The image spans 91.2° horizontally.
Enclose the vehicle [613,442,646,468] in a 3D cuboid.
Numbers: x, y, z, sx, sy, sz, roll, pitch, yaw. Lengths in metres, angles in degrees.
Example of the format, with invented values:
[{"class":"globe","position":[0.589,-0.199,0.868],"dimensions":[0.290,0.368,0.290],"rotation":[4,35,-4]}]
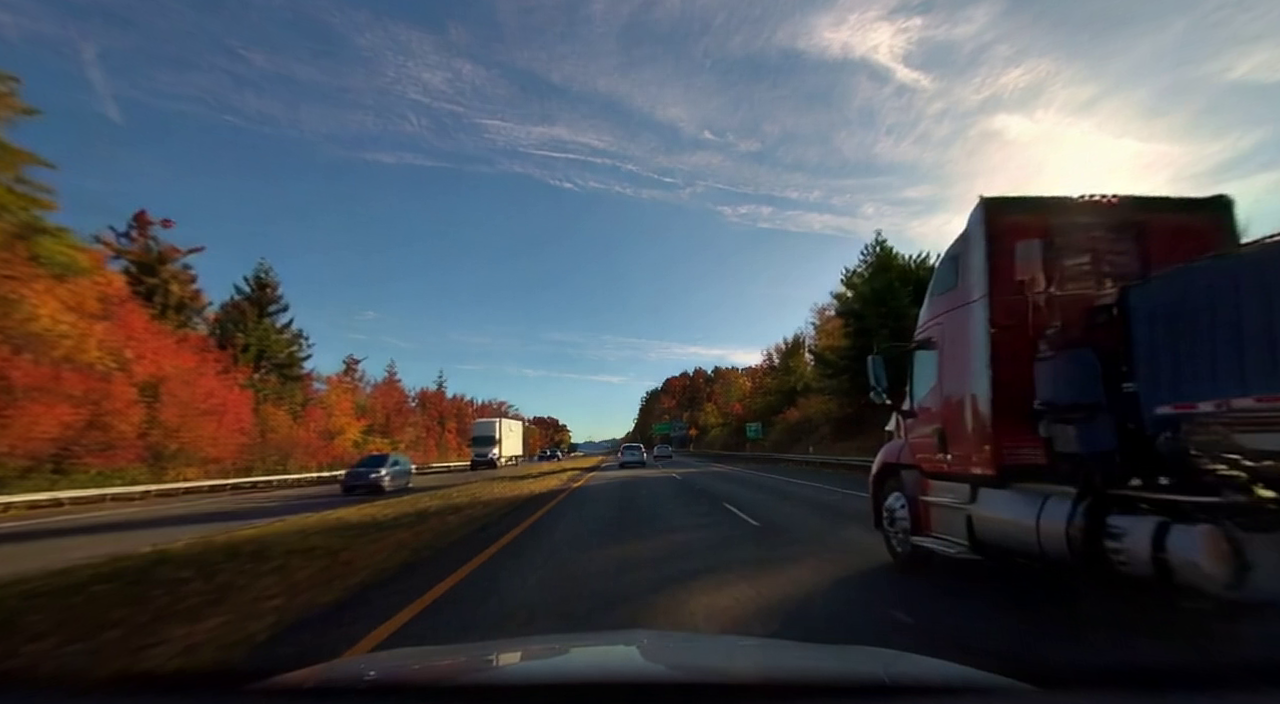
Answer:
[{"class":"vehicle","position":[-0.743,7.059,43.204],"dimensions":[2.151,1.693,4.201],"rotation":[0,-9,-2]}]

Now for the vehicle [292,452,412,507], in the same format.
[{"class":"vehicle","position":[-8.998,3.981,20.009],"dimensions":[1.941,1.521,4.082],"rotation":[0,-9,-1]}]
